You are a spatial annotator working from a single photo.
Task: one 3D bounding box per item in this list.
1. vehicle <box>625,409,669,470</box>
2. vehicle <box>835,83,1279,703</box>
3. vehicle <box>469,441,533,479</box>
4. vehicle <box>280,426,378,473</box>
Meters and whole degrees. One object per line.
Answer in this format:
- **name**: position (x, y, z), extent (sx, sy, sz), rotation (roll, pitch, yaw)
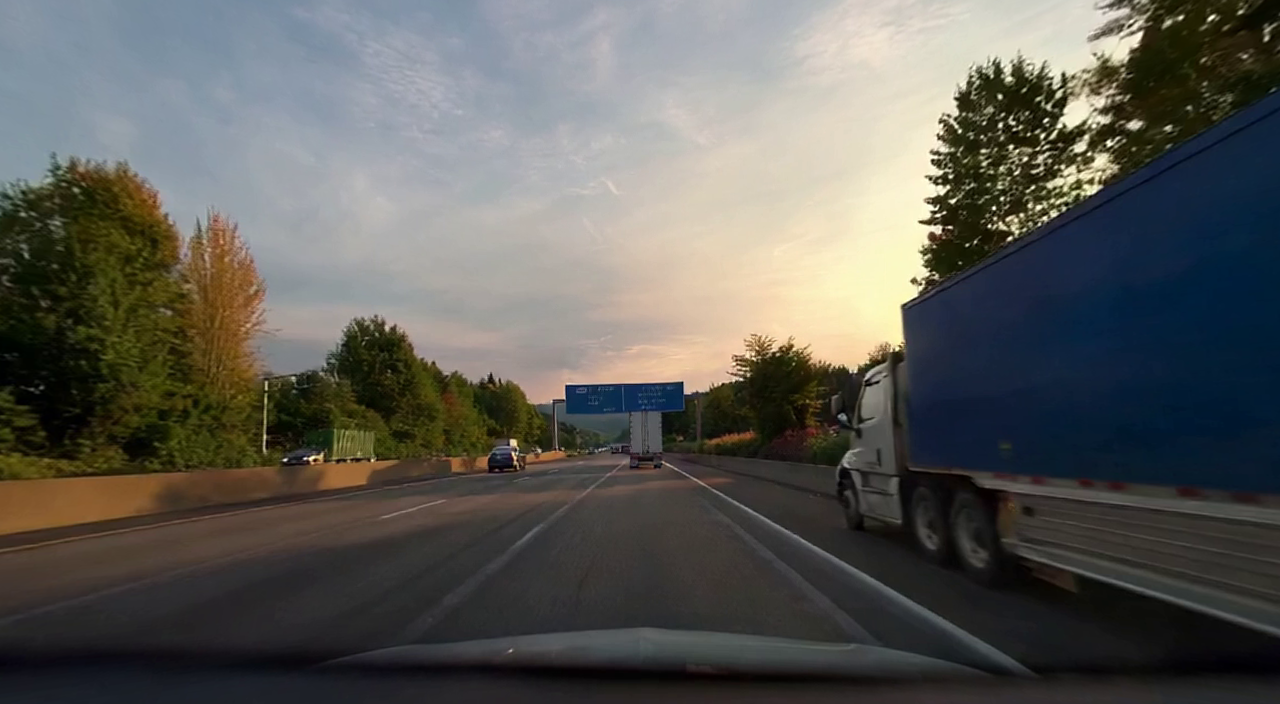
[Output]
- **vehicle**: position (0.464, 6.939, 48.971), extent (2.901, 4.032, 14.338), rotation (0, -9, 0)
- **vehicle**: position (3.902, 0.633, 4.781), extent (2.442, 2.717, 7.729), rotation (-1, -10, 1)
- **vehicle**: position (-6.813, 5.351, 31.460), extent (2.119, 1.754, 4.404), rotation (0, -9, 1)
- **vehicle**: position (-24.045, 7.676, 49.464), extent (2.944, 3.338, 9.147), rotation (0, -9, 0)
